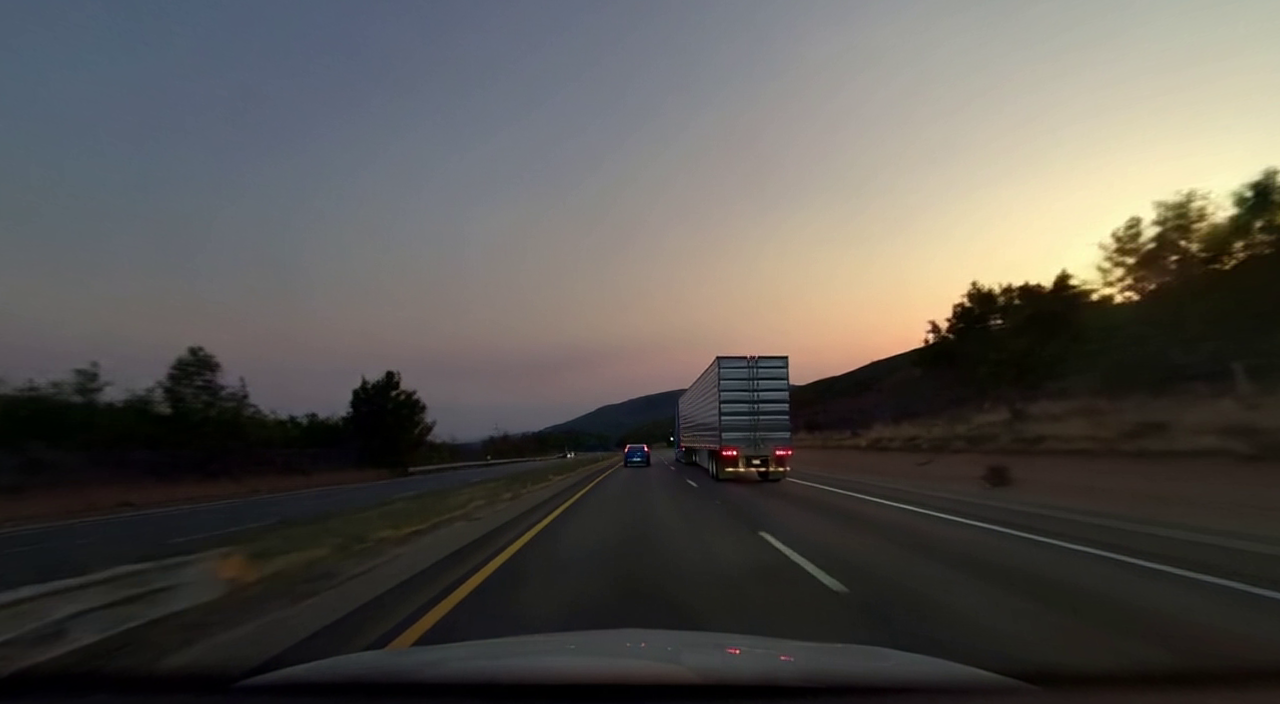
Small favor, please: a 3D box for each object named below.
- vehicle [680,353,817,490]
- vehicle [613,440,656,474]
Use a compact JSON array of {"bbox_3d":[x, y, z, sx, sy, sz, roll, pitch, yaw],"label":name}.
[{"bbox_3d":[3.796,3.281,27.188,2.929,4.158,15.921,0,-8,0],"label":"vehicle"},{"bbox_3d":[-0.258,5.127,30.917,1.968,1.515,4.025,0,-8,0],"label":"vehicle"}]
